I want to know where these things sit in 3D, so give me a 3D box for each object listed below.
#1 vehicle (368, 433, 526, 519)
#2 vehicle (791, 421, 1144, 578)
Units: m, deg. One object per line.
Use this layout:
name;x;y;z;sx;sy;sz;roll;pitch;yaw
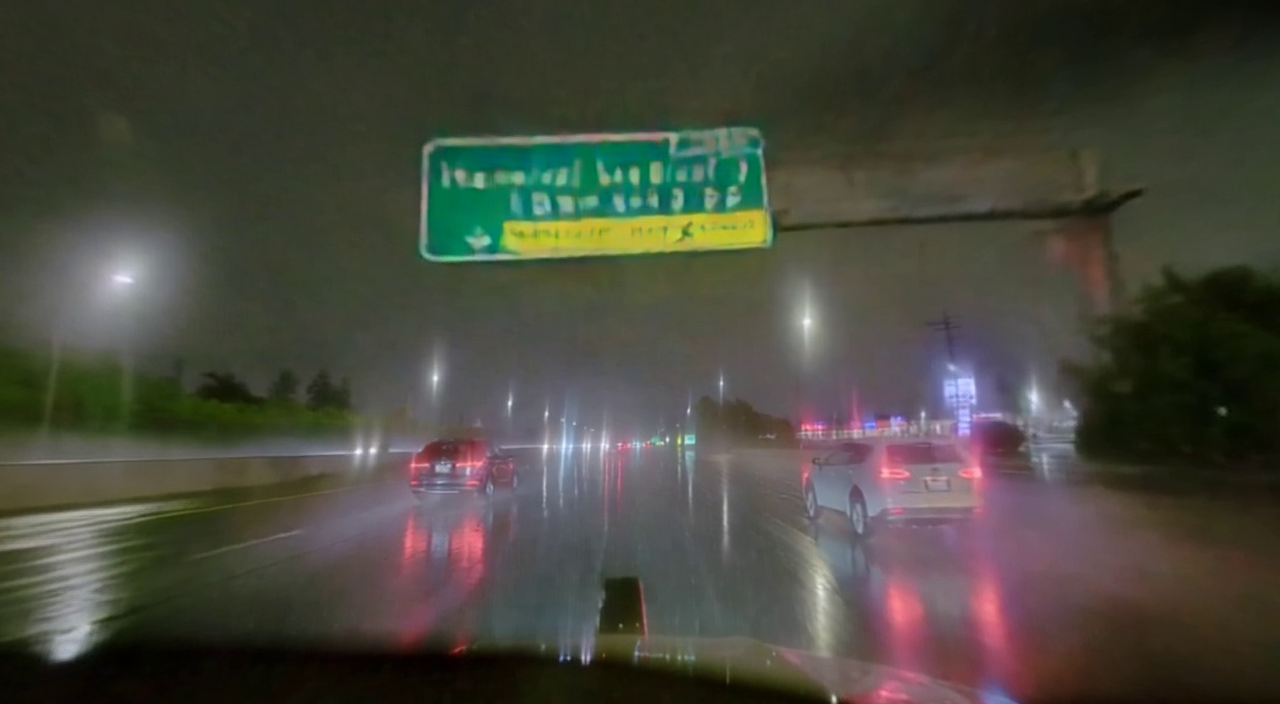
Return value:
vehicle;-3.802;2.503;13.320;1.939;1.508;4.272;0;-8;1
vehicle;3.788;1.799;8.659;2.164;1.507;4.914;0;-8;-1
